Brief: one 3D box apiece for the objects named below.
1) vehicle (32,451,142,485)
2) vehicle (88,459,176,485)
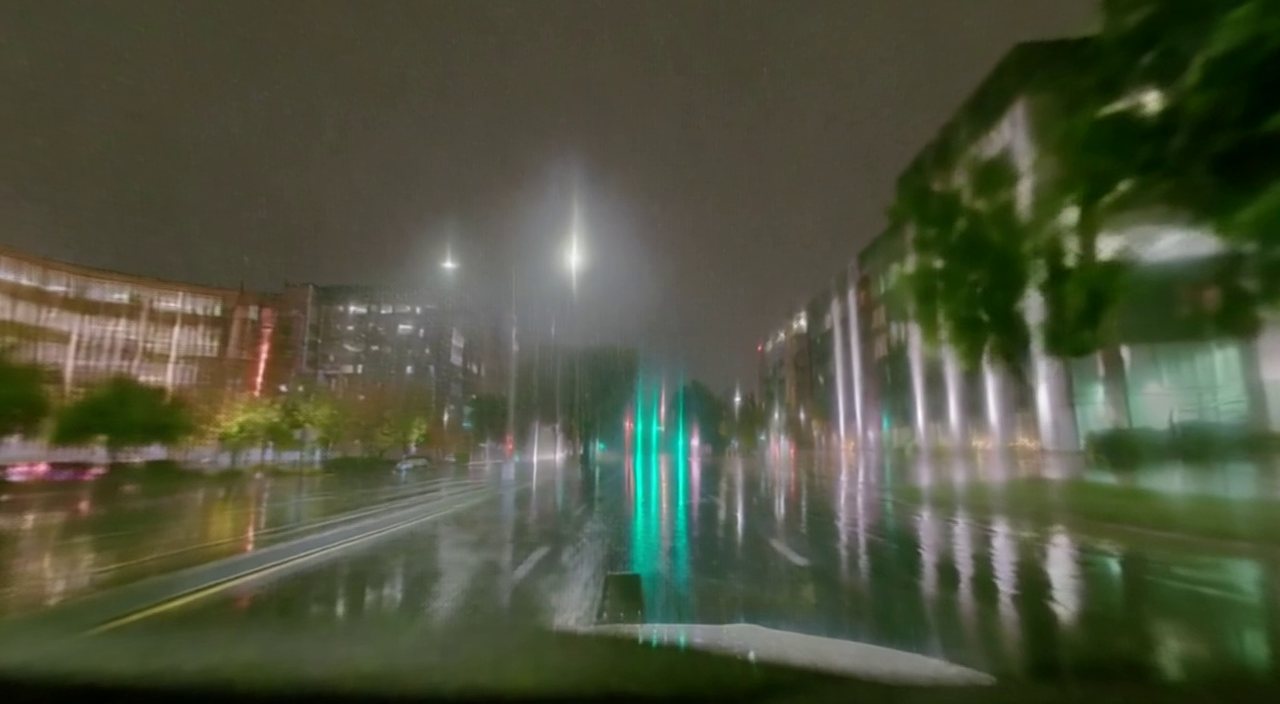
[{"bbox_3d":[-34.647,7.272,39.840,2.230,1.962,5.115,-1,-10,0],"label":"vehicle"},{"bbox_3d":[-31.950,7.527,39.901,1.947,1.444,4.313,-1,-10,0],"label":"vehicle"}]
